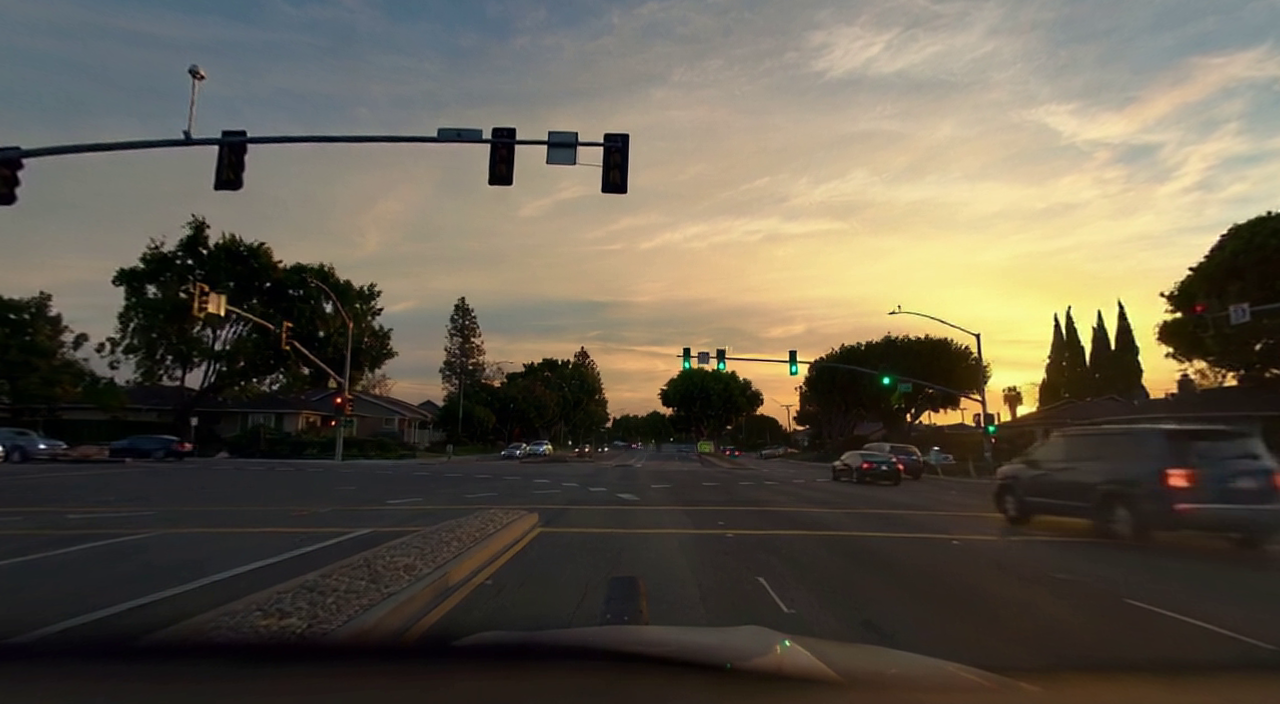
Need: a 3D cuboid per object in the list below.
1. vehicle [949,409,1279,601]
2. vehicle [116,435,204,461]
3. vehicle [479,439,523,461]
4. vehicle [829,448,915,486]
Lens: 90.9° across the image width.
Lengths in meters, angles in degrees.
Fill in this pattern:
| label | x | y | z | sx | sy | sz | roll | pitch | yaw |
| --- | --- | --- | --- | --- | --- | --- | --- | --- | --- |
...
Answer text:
| label | x | y | z | sx | sy | sz | roll | pitch | yaw |
| --- | --- | --- | --- | --- | --- | --- | --- | --- | --- |
| vehicle | 6.498 | 1.814 | 8.486 | 2.239 | 1.812 | 4.812 | 0 | -8 | 0 |
| vehicle | -30.328 | 6.083 | 39.885 | 1.917 | 1.543 | 4.027 | -8 | -12 | 44 |
| vehicle | -10.116 | 7.184 | 46.189 | 2.039 | 1.519 | 4.356 | -1 | -8 | 2 |
| vehicle | 9.944 | 4.919 | 27.436 | 1.947 | 1.481 | 4.745 | 0 | -8 | 1 |
